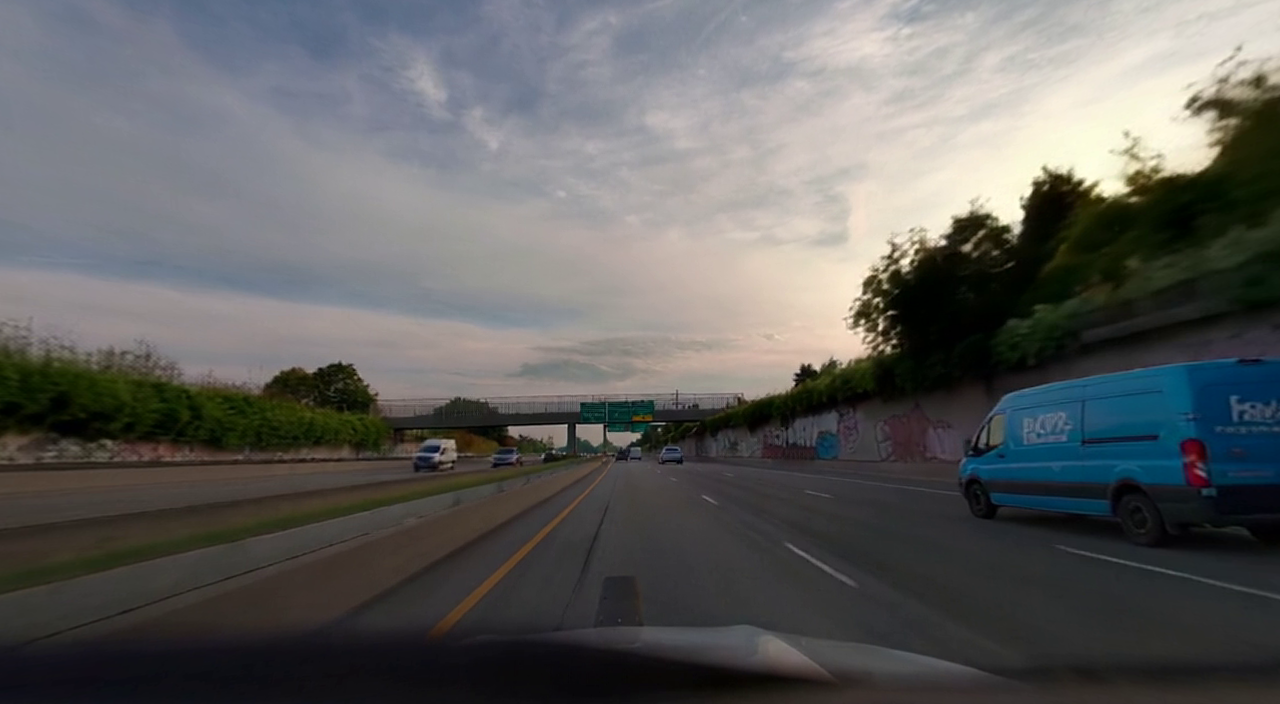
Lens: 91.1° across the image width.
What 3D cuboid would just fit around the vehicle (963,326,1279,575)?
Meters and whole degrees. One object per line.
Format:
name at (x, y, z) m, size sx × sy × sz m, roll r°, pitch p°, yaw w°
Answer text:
vehicle at (7.671, 1.451, 9.578) m, size 2.283 × 2.631 × 5.719 m, roll 0°, pitch -9°, yaw -1°

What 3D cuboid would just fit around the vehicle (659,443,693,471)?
vehicle at (2.579, 7.722, 46.369) m, size 2.007 × 1.943 × 5.010 m, roll 0°, pitch -9°, yaw -2°

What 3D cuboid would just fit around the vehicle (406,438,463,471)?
vehicle at (-15.798, 7.902, 48.687) m, size 2.397 × 2.304 × 6.142 m, roll 0°, pitch -9°, yaw -1°
